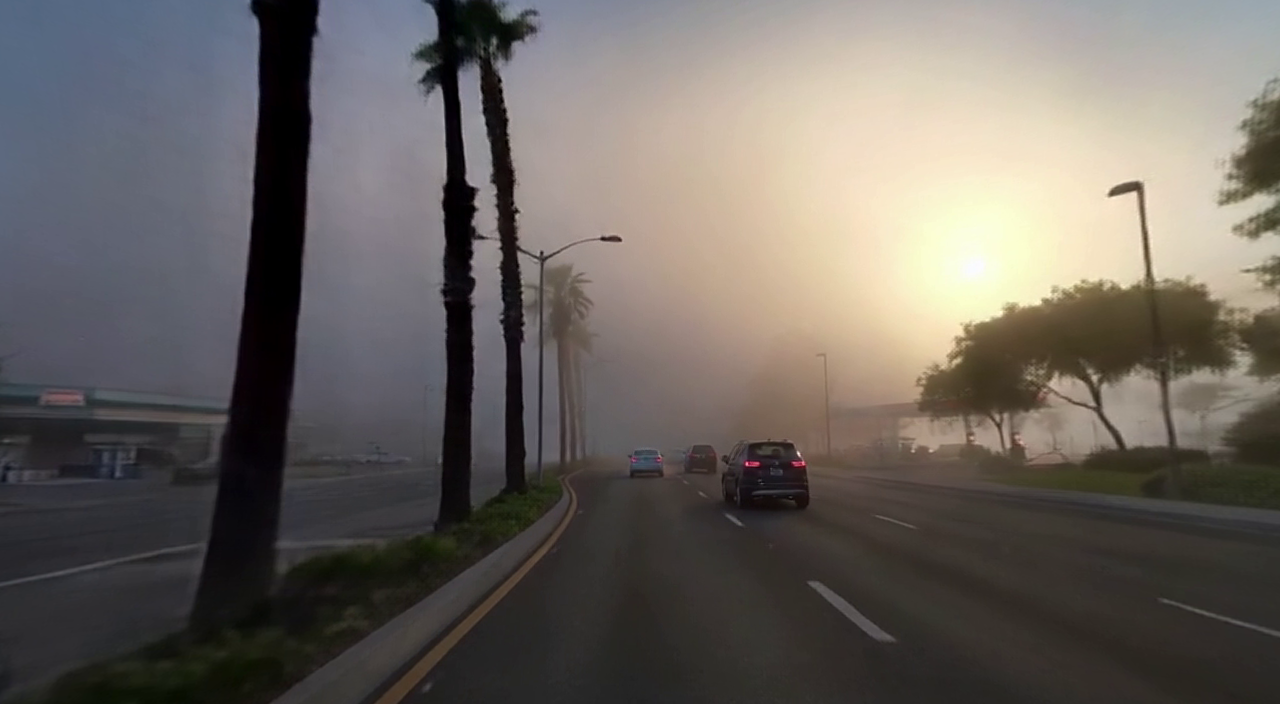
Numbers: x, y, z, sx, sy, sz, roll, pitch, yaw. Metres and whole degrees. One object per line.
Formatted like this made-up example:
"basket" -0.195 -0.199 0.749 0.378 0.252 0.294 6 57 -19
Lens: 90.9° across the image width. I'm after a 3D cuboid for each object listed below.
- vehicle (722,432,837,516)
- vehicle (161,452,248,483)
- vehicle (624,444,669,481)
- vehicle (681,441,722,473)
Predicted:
"vehicle" 3.231 2.907 15.473 1.872 1.752 3.896 0 -9 -1
"vehicle" -25.447 6.716 36.920 1.867 1.699 3.782 -9 -12 43
"vehicle" 0.289 5.241 30.170 1.991 1.664 3.814 0 -9 0
"vehicle" 3.932 6.803 41.079 2.154 1.975 4.634 0 -9 -1
